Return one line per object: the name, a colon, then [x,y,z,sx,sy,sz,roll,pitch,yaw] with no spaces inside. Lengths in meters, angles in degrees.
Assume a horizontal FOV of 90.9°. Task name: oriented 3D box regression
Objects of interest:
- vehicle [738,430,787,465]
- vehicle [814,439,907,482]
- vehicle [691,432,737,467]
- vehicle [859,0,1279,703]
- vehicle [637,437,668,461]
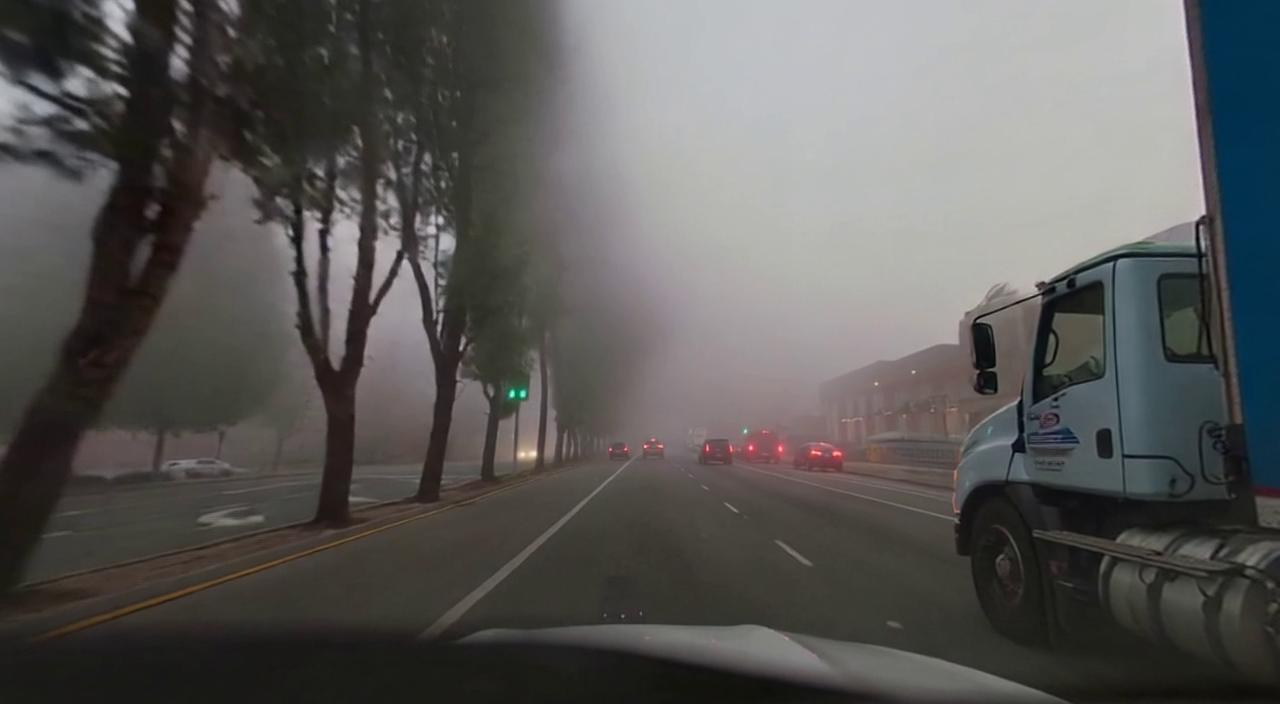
vehicle: [8.465,6.674,44.138,2.539,2.328,4.769,0,-8,1]
vehicle: [8.281,4.112,24.154,2.006,1.484,4.289,0,-8,0]
vehicle: [4.287,5.726,37.245,2.196,1.908,4.412,0,-8,0]
vehicle: [3.642,-0.268,2.166,3.006,3.679,8.506,-1,-8,3]
vehicle: [0.969,7.343,47.590,2.276,1.704,3.925,-1,-8,2]
